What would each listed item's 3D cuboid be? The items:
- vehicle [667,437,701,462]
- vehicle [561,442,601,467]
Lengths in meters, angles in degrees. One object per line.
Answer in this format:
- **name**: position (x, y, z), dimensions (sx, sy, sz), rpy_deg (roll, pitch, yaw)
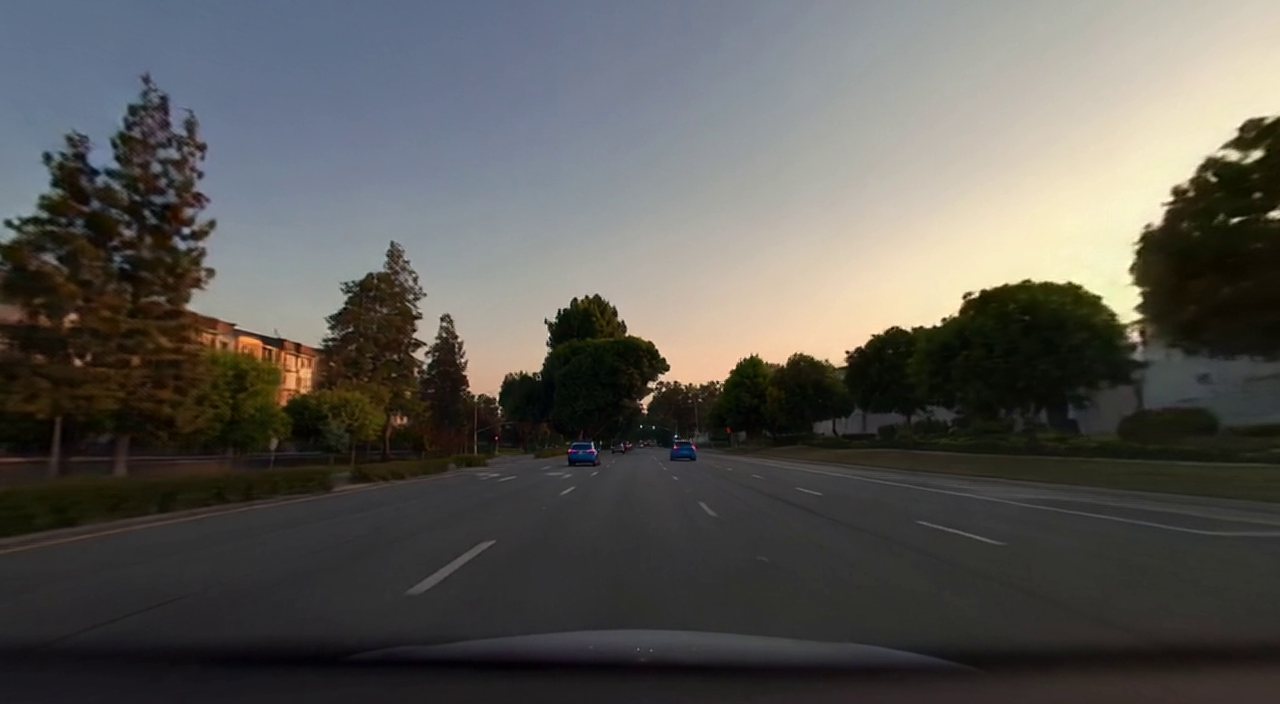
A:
- **vehicle**: position (3.127, 6.994, 45.477), dimensions (2.072, 1.696, 4.177), rpy_deg (0, -8, -1)
- **vehicle**: position (-3.687, 6.505, 40.316), dimensions (2.112, 1.471, 4.212), rpy_deg (0, -8, 1)
